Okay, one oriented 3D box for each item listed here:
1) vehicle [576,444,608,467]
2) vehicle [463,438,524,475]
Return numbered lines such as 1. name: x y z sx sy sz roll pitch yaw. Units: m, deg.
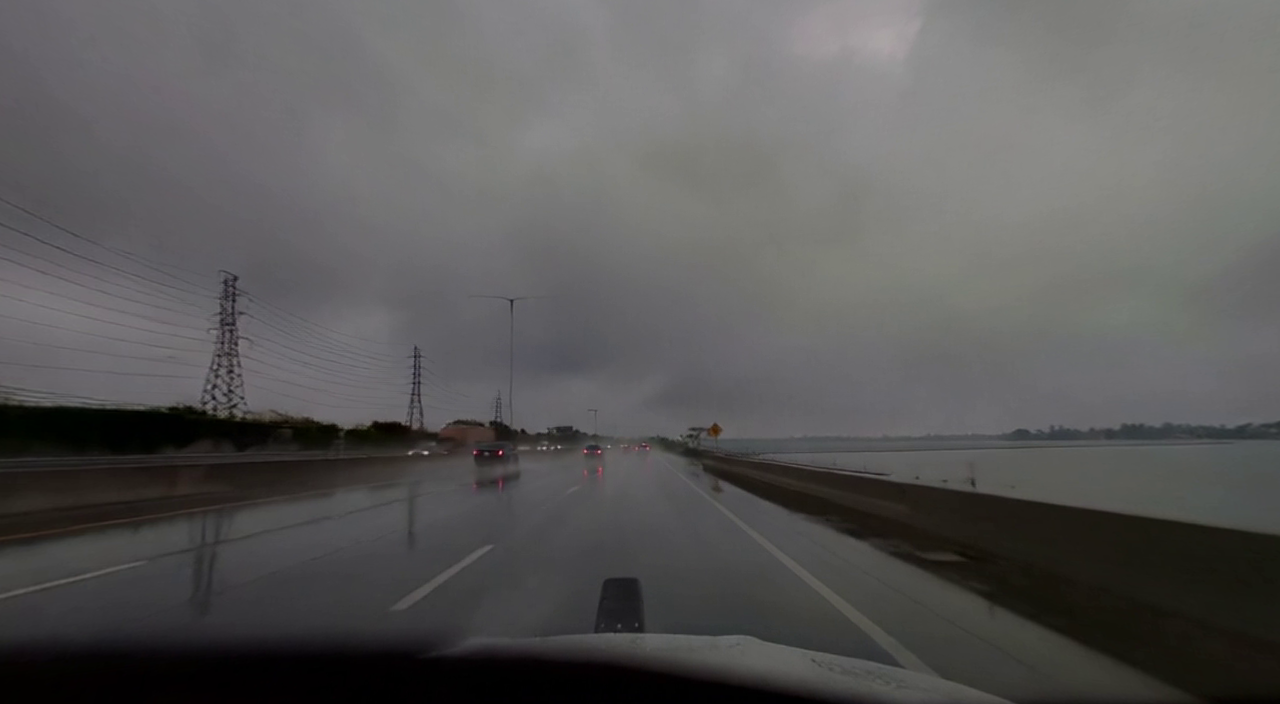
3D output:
1. vehicle: -3.404 7.432 45.491 1.957 1.494 4.207 0 -9 1
2. vehicle: -7.432 5.354 32.526 2.050 1.717 4.418 0 -9 1
